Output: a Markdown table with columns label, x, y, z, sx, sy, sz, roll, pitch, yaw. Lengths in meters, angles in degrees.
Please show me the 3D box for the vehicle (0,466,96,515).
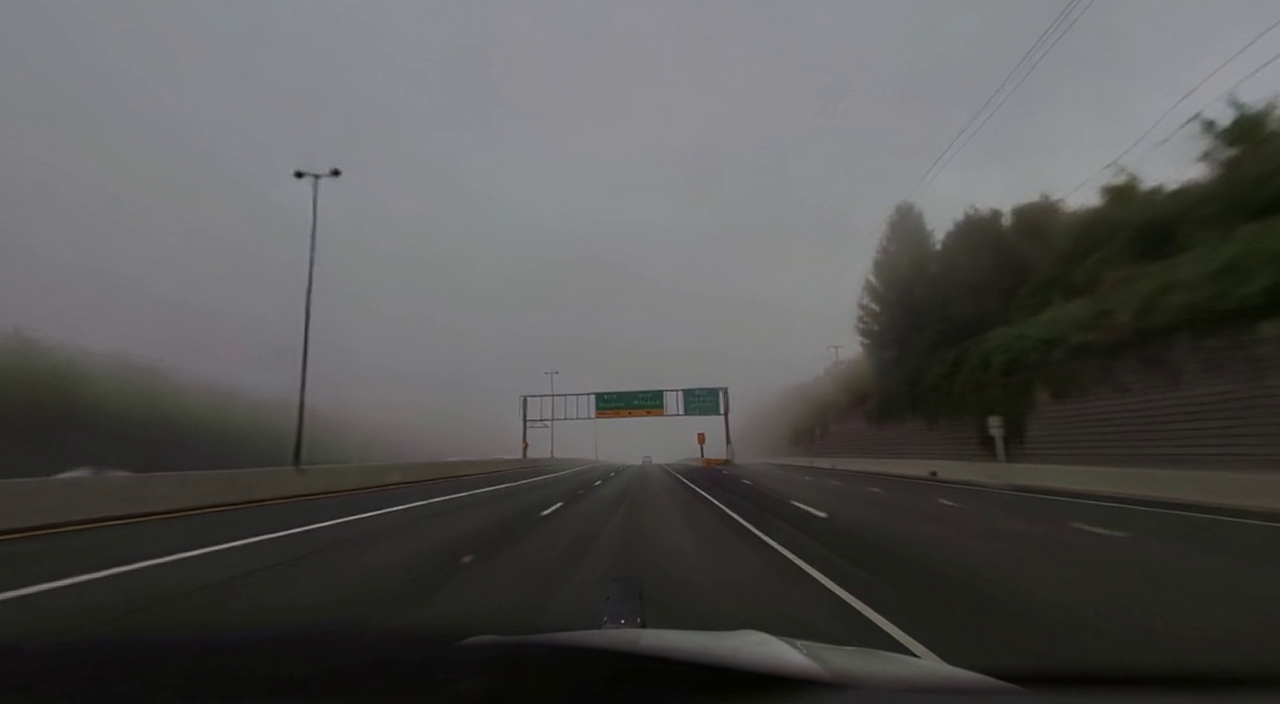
| label | x | y | z | sx | sy | sz | roll | pitch | yaw |
| --- | --- | --- | --- | --- | --- | --- | --- | --- | --- |
| vehicle | -21.793 | 4.816 | 22.099 | 1.835 | 1.484 | 3.976 | 0 | -9 | -1 |
